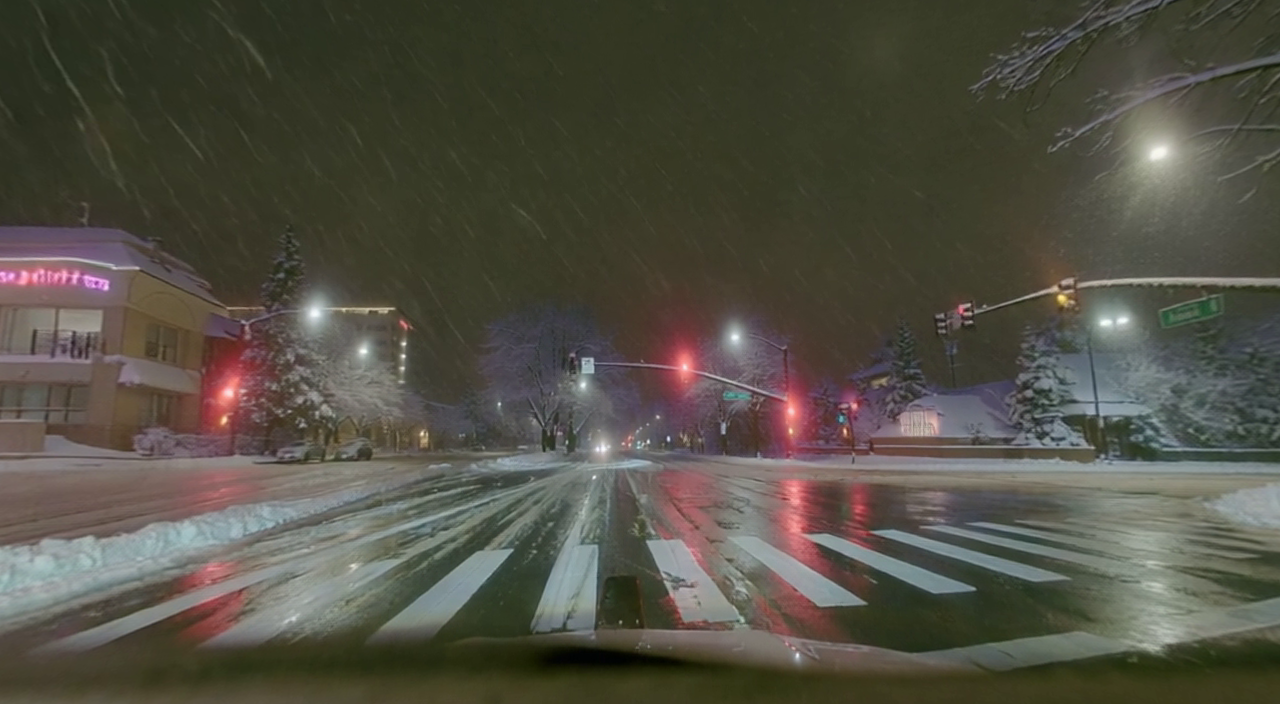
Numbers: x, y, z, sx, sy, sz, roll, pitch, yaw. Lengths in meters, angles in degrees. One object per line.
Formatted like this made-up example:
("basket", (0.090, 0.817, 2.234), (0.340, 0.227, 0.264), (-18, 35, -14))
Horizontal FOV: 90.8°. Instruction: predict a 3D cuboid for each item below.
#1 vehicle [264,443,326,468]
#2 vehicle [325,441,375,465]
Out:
("vehicle", (-21.847, 6.556, 40.148), (2.005, 1.496, 4.020), (1, -9, -6))
("vehicle", (-22.453, 7.827, 49.107), (2.023, 1.706, 4.756), (1, -9, -6))
